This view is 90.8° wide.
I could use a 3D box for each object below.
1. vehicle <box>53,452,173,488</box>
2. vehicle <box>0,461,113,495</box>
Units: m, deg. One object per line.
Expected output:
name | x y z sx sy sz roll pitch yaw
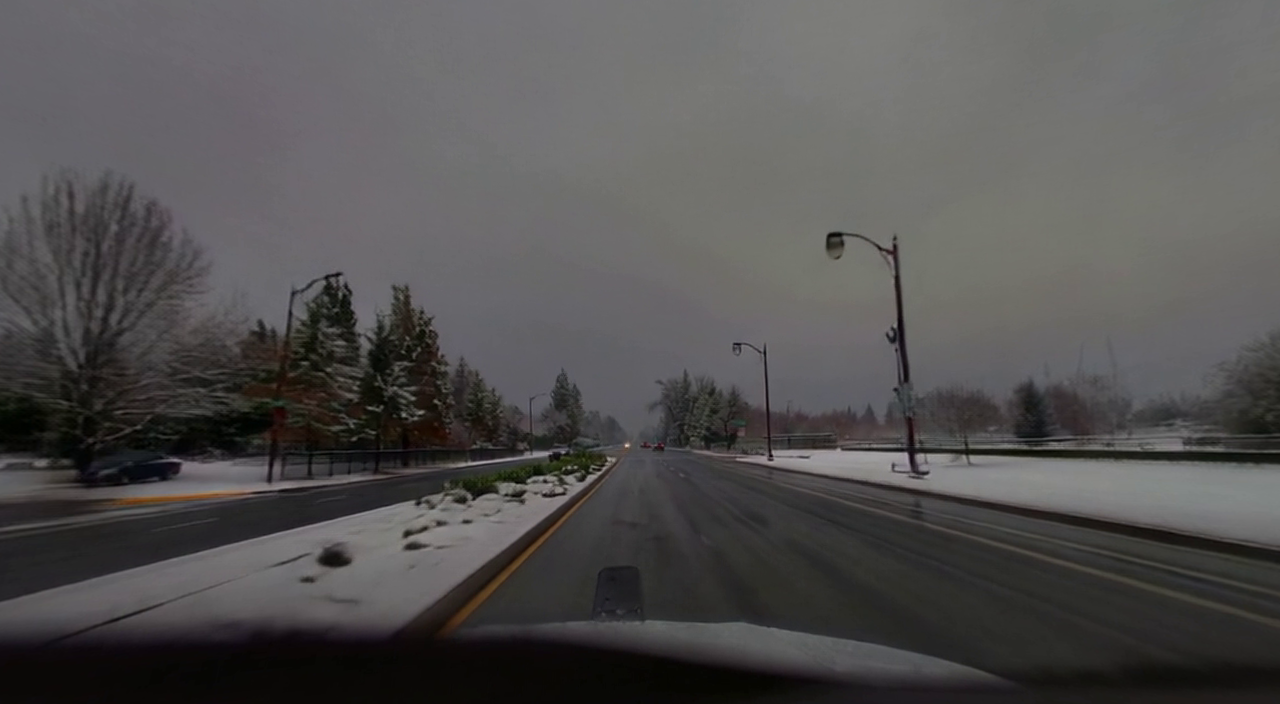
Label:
vehicle | -26.476 5.924 31.877 4.140 1.635 2.059 -1 -8 -1
vehicle | -27.241 5.820 29.322 3.977 1.453 1.768 -1 -9 2
